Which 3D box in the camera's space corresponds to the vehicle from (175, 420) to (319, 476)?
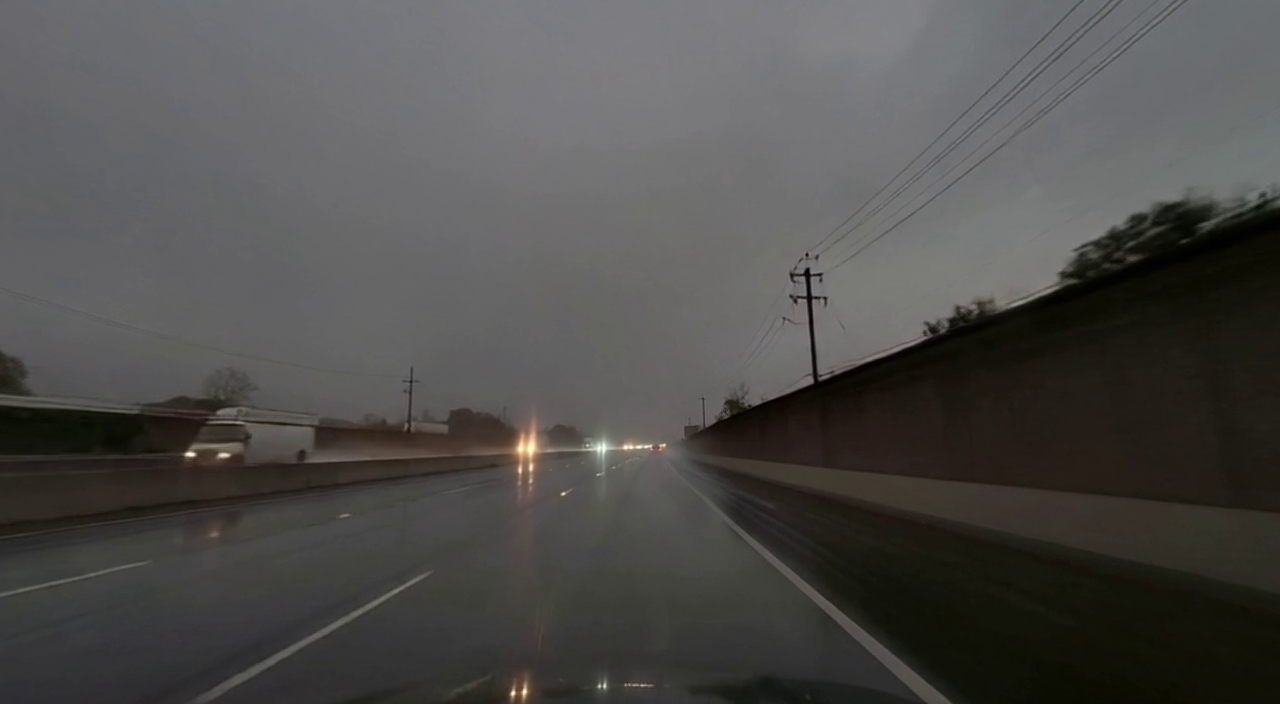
[{"bbox_3d":[-22.631,5.638,37.066,2.866,2.908,8.457,0,-9,1],"label":"vehicle"}]
